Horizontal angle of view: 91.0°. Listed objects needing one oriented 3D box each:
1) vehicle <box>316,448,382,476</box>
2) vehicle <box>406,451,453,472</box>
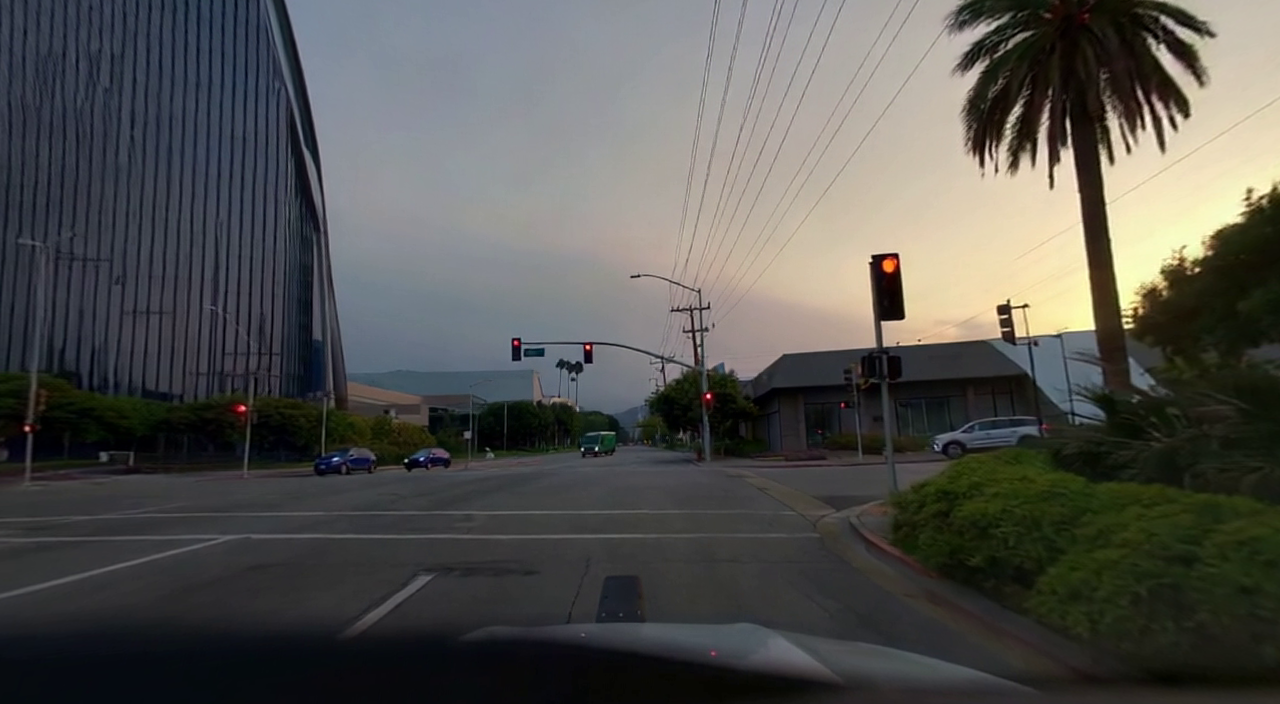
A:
[{"bbox_3d":[-19.063,7.206,41.518,2.017,1.739,4.569,0,-9,2],"label":"vehicle"},{"bbox_3d":[-15.095,7.836,45.323,1.875,1.389,3.784,0,-9,4],"label":"vehicle"}]
